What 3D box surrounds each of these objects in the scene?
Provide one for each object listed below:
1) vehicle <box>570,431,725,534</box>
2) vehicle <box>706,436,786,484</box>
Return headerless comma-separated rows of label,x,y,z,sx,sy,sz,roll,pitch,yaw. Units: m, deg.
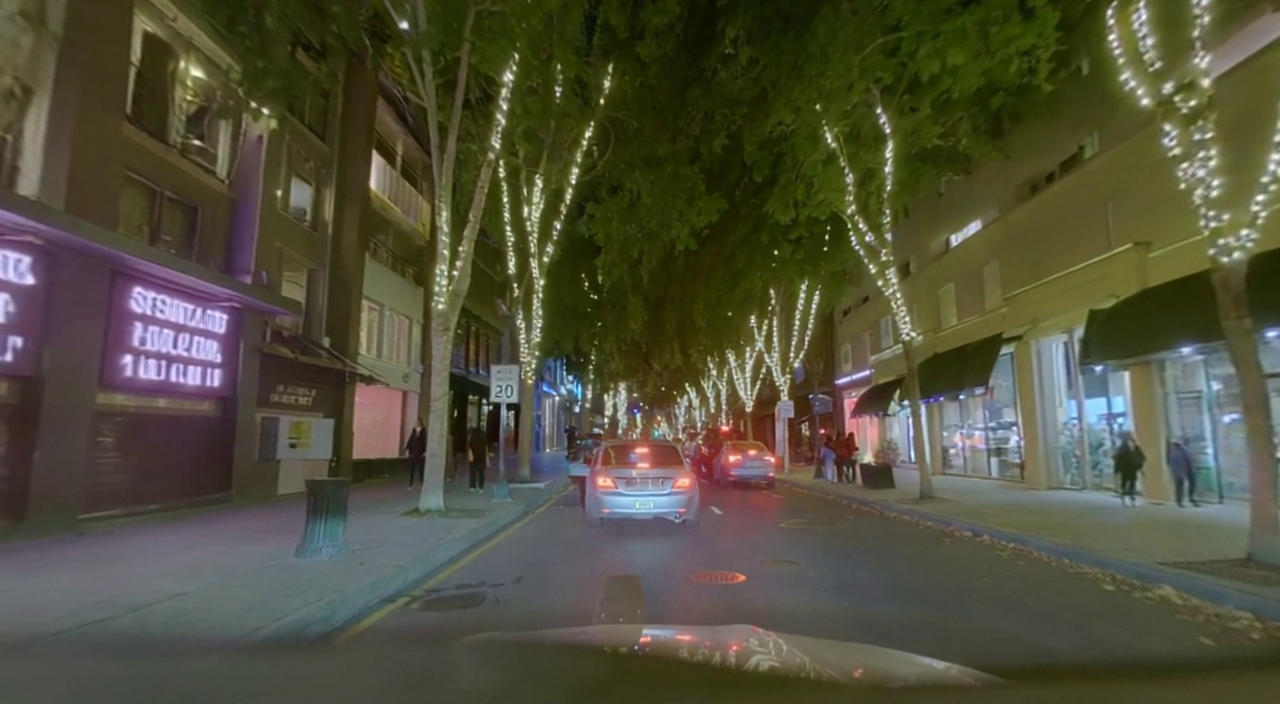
vehicle,0.085,2.225,11.362,2.261,1.474,4.130,0,-9,-1
vehicle,3.624,3.798,22.510,2.025,1.523,4.426,0,-9,-1
